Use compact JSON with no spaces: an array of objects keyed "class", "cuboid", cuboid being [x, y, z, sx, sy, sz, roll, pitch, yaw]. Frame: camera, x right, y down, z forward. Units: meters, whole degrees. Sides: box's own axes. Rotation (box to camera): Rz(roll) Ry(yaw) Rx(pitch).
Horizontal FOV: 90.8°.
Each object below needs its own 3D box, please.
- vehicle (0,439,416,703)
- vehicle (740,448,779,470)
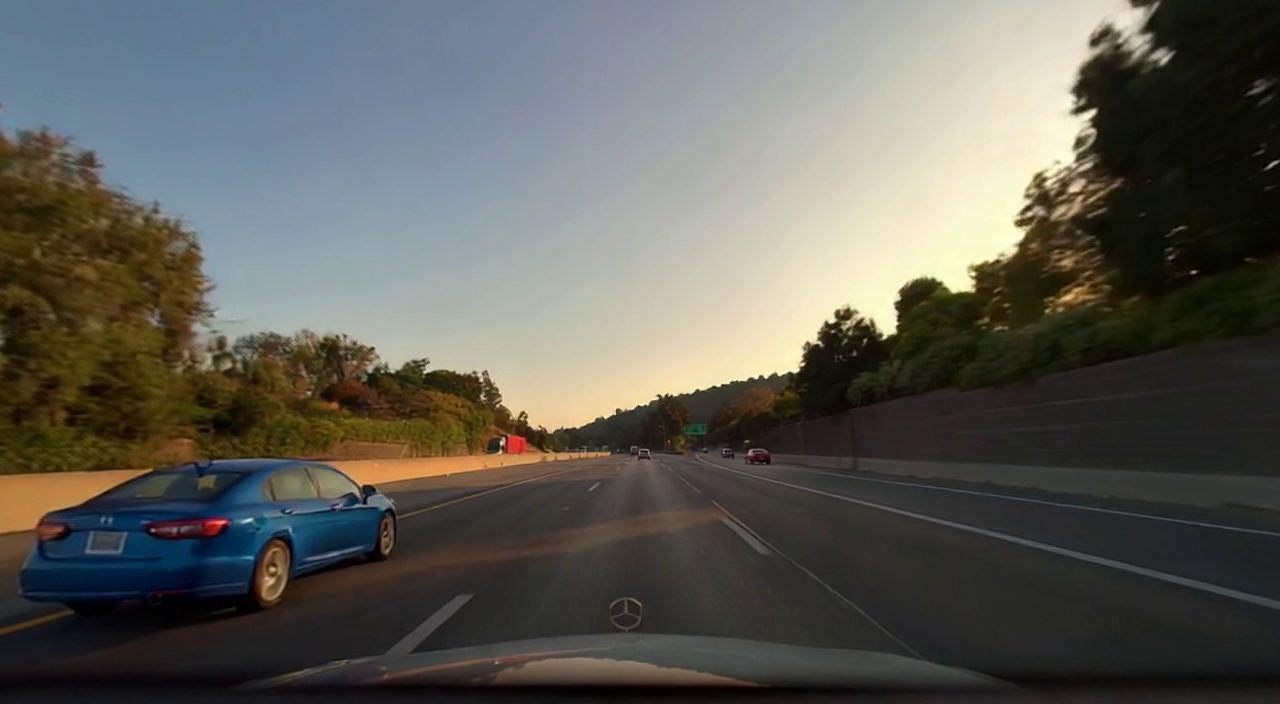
[{"class":"vehicle","cuboid":[-3.811,1.549,5.661,1.873,1.438,4.546,0,-9,1]},{"class":"vehicle","cuboid":[8.558,7.680,45.516,1.884,1.485,4.600,0,-9,0]}]
